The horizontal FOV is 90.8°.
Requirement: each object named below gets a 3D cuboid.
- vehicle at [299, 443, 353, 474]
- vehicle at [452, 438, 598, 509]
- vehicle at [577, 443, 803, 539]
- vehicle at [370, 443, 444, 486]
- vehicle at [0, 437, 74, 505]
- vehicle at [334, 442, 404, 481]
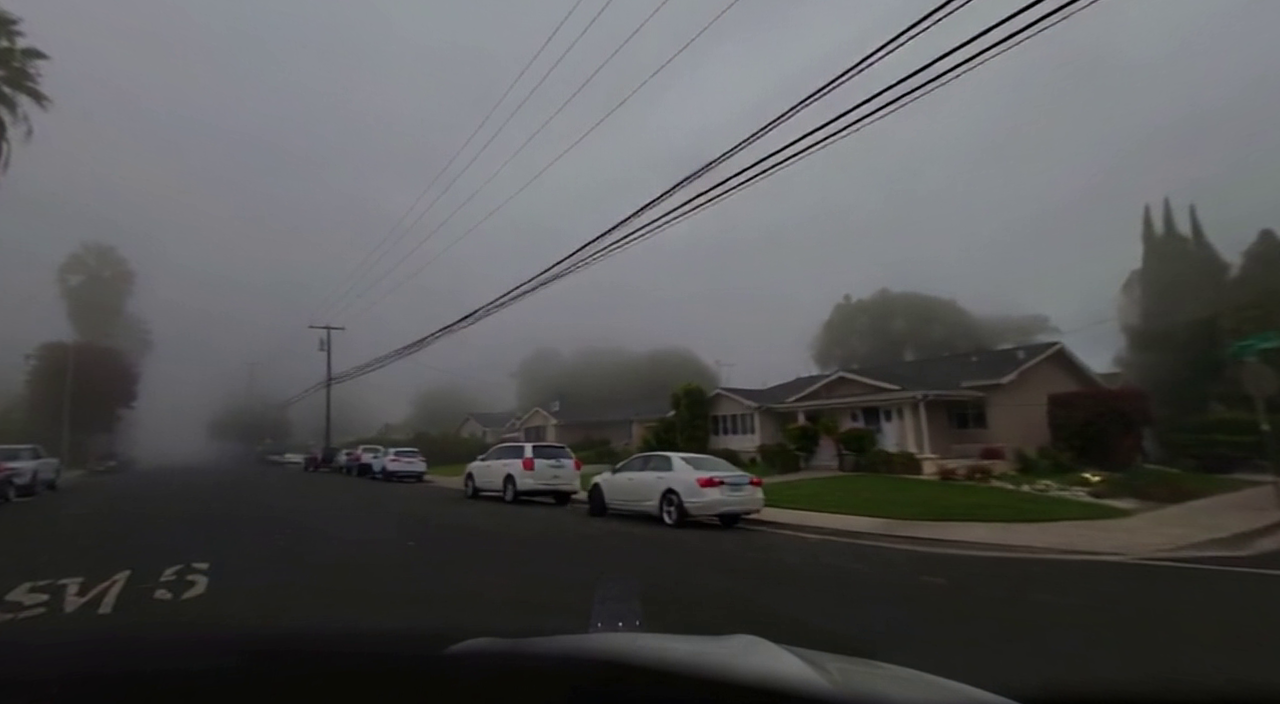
[{"bbox_3d":[-20.310,6.814,40.750,2.115,1.826,4.871,6,-11,-37],"label":"vehicle"},{"bbox_3d":[-3.221,3.179,17.056,1.943,1.623,4.471,7,-11,-38],"label":"vehicle"},{"bbox_3d":[0.698,2.442,11.891,1.786,1.437,4.448,6,-10,-35],"label":"vehicle"},{"bbox_3d":[-10.062,4.748,27.051,1.894,1.675,4.294,6,-10,-34],"label":"vehicle"},{"bbox_3d":[-20.344,3.780,20.507,2.300,1.943,5.744,6,-10,-36],"label":"vehicle"},{"bbox_3d":[-13.635,5.411,31.642,1.922,1.761,4.633,7,-11,-39],"label":"vehicle"}]
